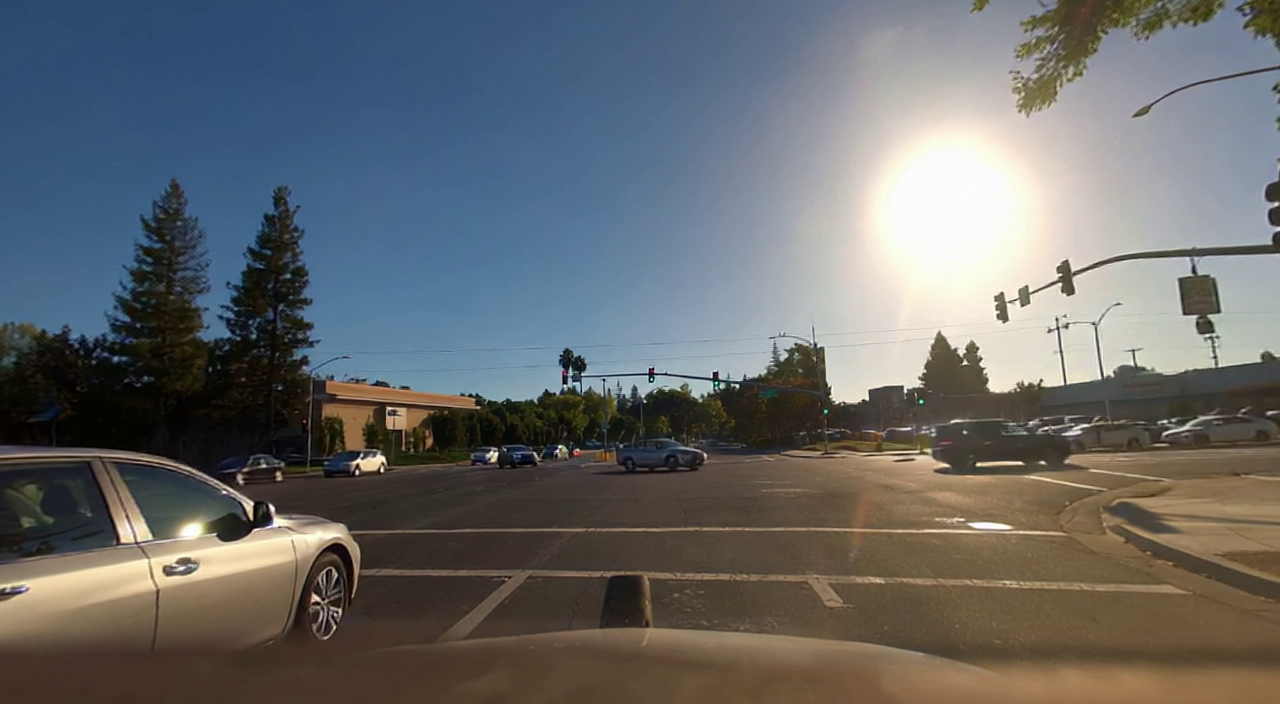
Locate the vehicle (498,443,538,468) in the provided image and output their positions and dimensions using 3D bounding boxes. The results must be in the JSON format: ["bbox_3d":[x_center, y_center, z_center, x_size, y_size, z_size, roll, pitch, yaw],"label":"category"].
[{"bbox_3d":[-7.592,6.370,38.919,1.841,1.450,4.364,3,-9,-18],"label":"vehicle"}]

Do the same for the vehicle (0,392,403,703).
[{"bbox_3d":[-2.950,0.989,2.728,1.924,1.482,4.734,0,-8,1],"label":"vehicle"}]

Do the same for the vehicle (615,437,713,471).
[{"bbox_3d":[1.082,4.757,29.605,4.180,1.478,1.986,-7,-11,36],"label":"vehicle"}]

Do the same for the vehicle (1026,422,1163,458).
[{"bbox_3d":[19.917,3.867,27.744,4.552,1.492,2.002,0,-9,-4],"label":"vehicle"}]

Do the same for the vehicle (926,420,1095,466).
[{"bbox_3d":[14.337,3.573,24.732,5.268,1.687,1.942,-2,-9,11],"label":"vehicle"}]

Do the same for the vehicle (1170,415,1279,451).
[{"bbox_3d":[26.859,3.657,28.407,4.240,1.540,1.944,0,-9,-4],"label":"vehicle"}]
